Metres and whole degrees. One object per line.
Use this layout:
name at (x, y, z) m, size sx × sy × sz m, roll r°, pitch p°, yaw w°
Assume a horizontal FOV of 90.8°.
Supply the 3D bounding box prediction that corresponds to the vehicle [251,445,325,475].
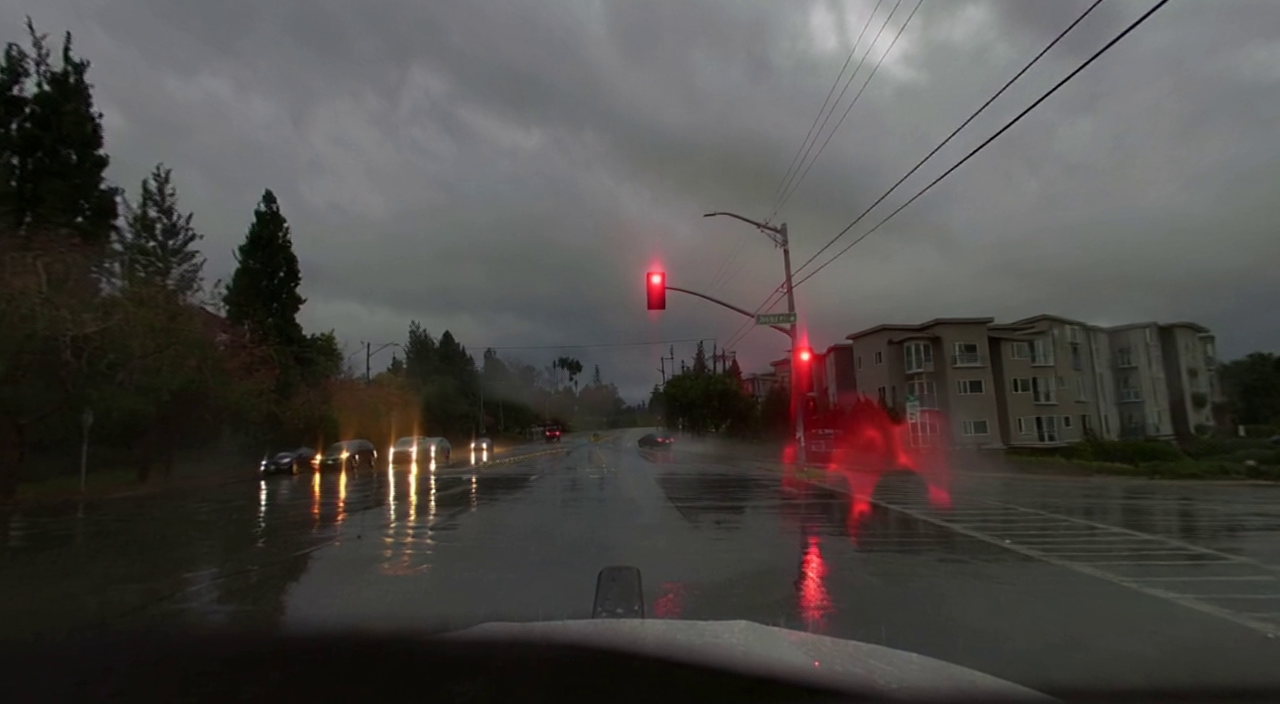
vehicle at (-21.107, 6.469, 38.092) m, size 1.981 × 1.628 × 4.336 m, roll 0°, pitch -9°, yaw -1°

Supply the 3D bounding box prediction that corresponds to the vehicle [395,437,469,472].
vehicle at (-9.691, 4.804, 29.787) m, size 2.116 × 1.521 × 4.294 m, roll 0°, pitch -9°, yaw -1°

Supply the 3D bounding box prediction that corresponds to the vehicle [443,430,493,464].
vehicle at (-9.789, 5.462, 36.192) m, size 1.910 × 1.818 × 4.057 m, roll 0°, pitch -9°, yaw -3°

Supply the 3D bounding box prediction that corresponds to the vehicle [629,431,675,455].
vehicle at (0.777, 6.462, 44.653) m, size 2.073 × 1.571 × 4.790 m, roll 2°, pitch -9°, yaw -14°
